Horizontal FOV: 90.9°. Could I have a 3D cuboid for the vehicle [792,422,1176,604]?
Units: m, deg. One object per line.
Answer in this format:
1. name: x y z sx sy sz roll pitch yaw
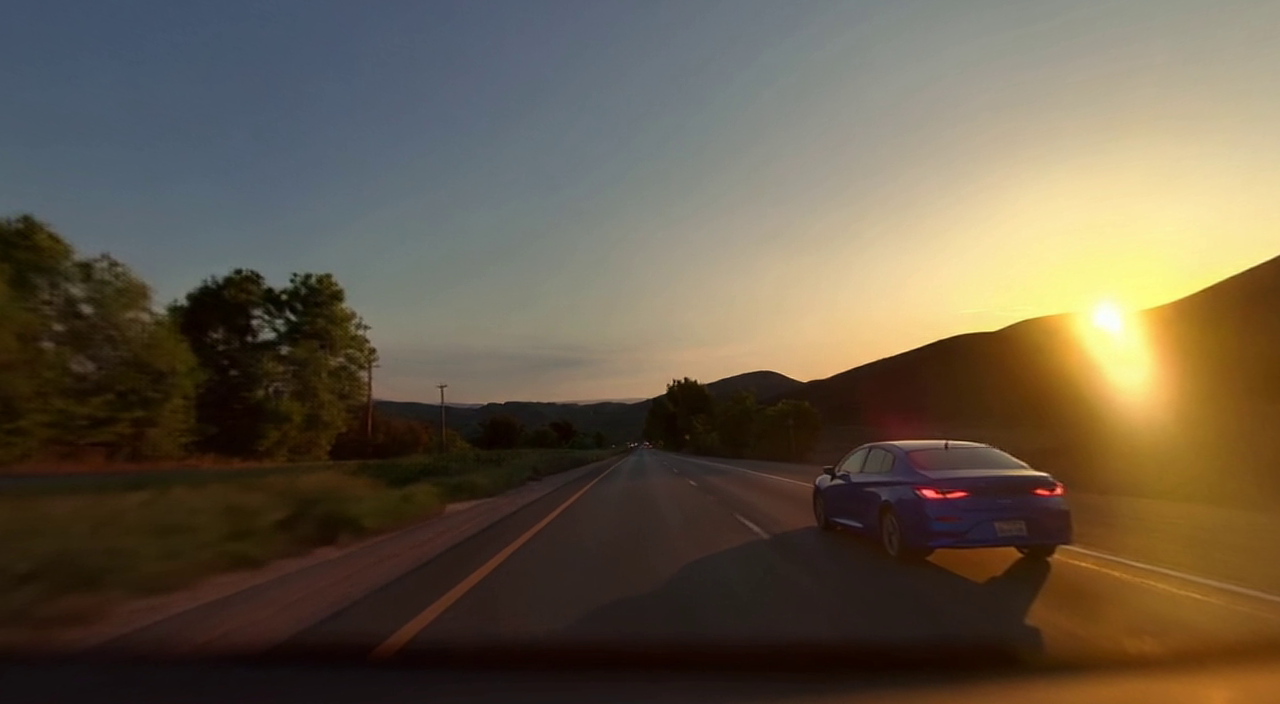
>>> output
1. vehicle: 3.380 1.660 7.478 2.003 1.466 4.441 0 -8 0
